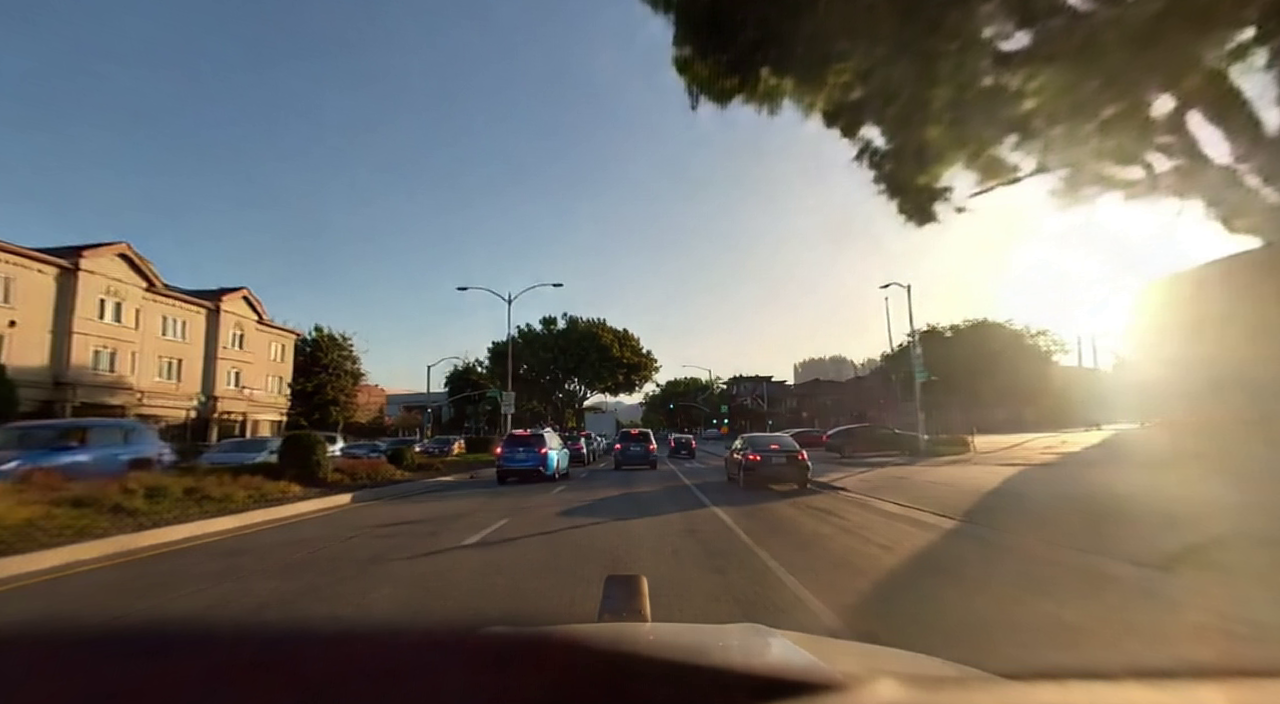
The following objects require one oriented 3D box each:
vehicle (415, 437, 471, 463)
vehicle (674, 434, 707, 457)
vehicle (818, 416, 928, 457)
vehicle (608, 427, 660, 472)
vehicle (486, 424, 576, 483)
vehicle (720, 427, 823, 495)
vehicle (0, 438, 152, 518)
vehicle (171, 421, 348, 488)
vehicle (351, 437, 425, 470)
[{"bbox_3d":[-12.161,6.066,39.004,1.924,1.511,4.640,0,-8,0],"label":"vehicle"},{"bbox_3d":[3.328,6.282,42.142,1.948,1.475,4.093,0,-8,0],"label":"vehicle"},{"bbox_3d":[12.359,4.547,33.485,4.991,1.978,2.090,-8,-12,43],"label":"vehicle"},{"bbox_3d":[-0.189,4.062,26.252,2.022,1.700,4.084,0,-8,1],"label":"vehicle"},{"bbox_3d":[-3.398,3.282,20.482,2.047,1.710,4.314,0,-8,2],"label":"vehicle"},{"bbox_3d":[3.284,2.797,16.421,1.847,1.554,3.885,0,-8,0],"label":"vehicle"},{"bbox_3d":[-12.579,2.480,12.692,1.824,1.447,4.442,0,-8,0],"label":"vehicle"},{"bbox_3d":[-12.246,3.348,20.862,2.245,1.908,5.613,0,-8,1],"label":"vehicle"},{"bbox_3d":[-12.361,5.020,31.144,1.843,1.509,4.301,0,-8,1],"label":"vehicle"}]
